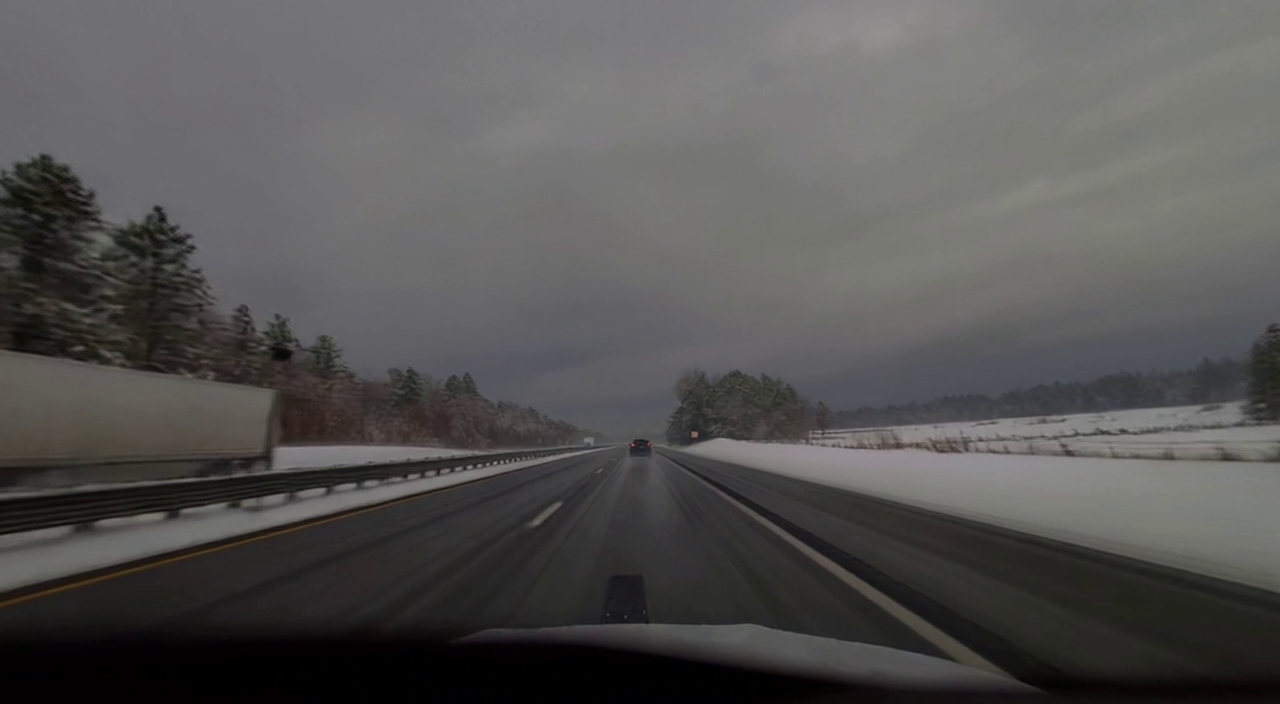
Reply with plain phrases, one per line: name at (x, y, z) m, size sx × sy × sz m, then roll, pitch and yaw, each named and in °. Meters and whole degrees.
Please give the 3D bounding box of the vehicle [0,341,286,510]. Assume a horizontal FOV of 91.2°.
vehicle at (-16.429, 2.360, 18.986) m, size 2.947 × 3.905 × 14.614 m, roll 0°, pitch -8°, yaw 0°
